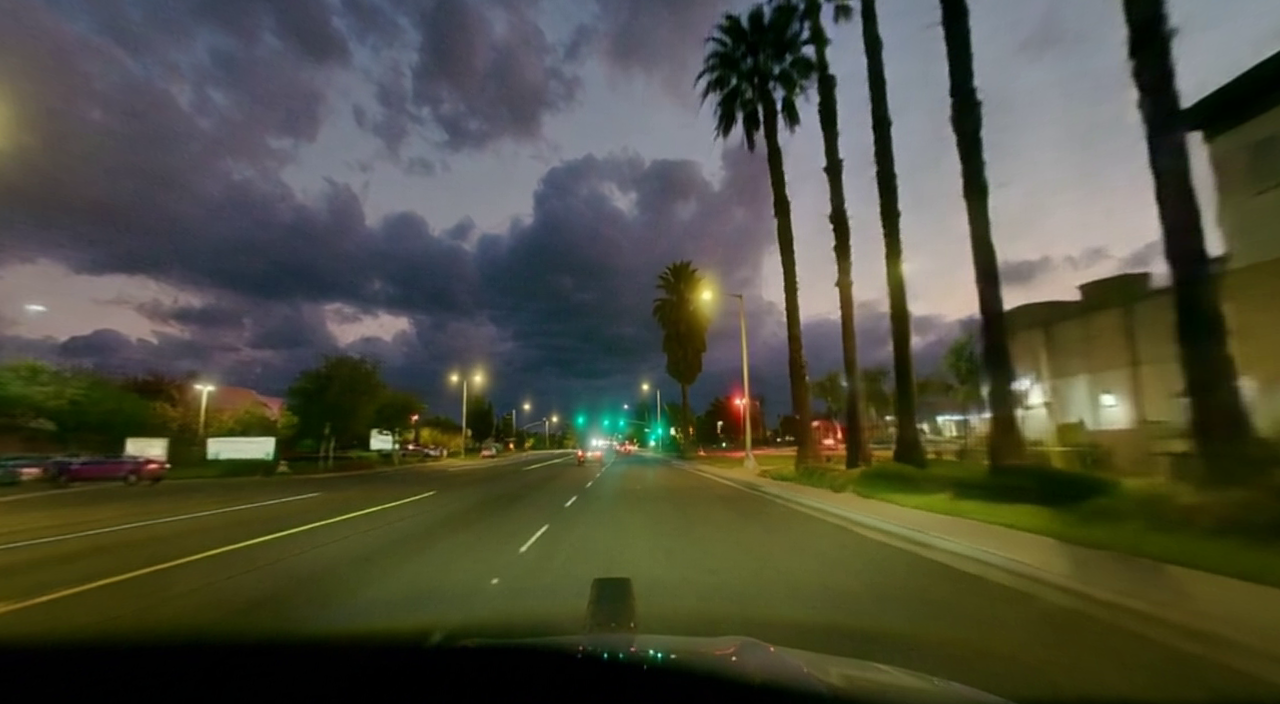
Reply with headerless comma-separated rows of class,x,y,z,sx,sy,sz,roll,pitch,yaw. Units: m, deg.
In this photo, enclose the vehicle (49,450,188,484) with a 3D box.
vehicle,-23.716,5.215,28.856,4.567,1.447,1.892,0,-9,-1
